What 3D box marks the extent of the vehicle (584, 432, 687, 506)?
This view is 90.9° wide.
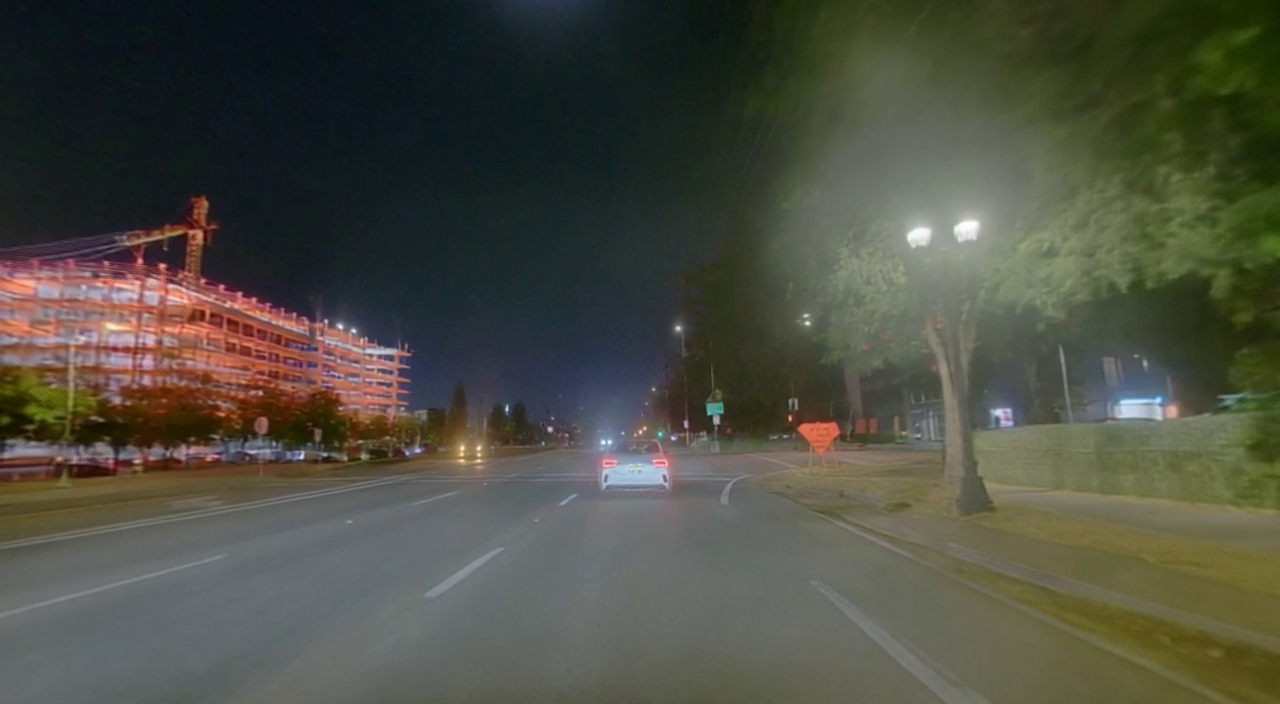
[{"bbox_3d":[-0.095,2.690,14.943,2.112,1.482,4.076,0,-8,0],"label":"vehicle"}]

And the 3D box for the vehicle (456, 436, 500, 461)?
[{"bbox_3d":[-10.297,6.101,39.793,2.072,1.465,4.394,3,-9,-22],"label":"vehicle"}]
